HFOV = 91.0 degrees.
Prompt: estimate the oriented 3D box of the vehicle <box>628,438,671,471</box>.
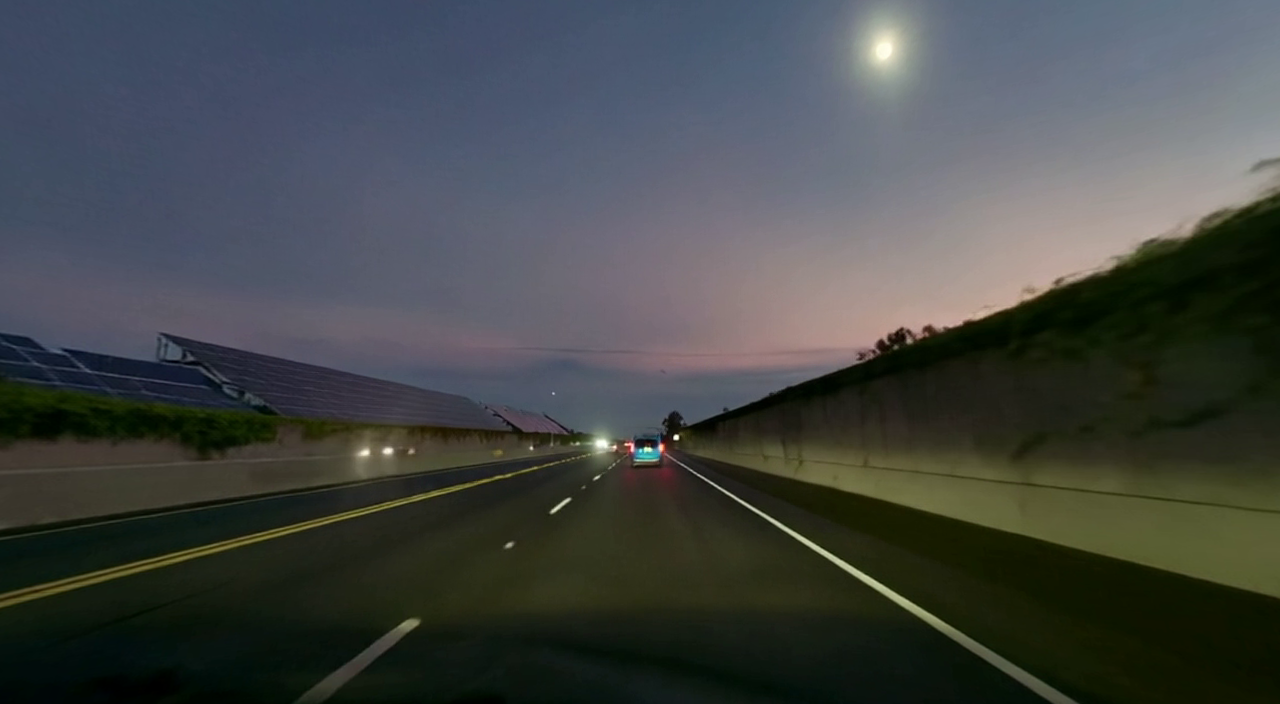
[{"bbox_3d":[0.457,5.003,30.887,1.997,1.484,3.409,0,-8,1],"label":"vehicle"}]
